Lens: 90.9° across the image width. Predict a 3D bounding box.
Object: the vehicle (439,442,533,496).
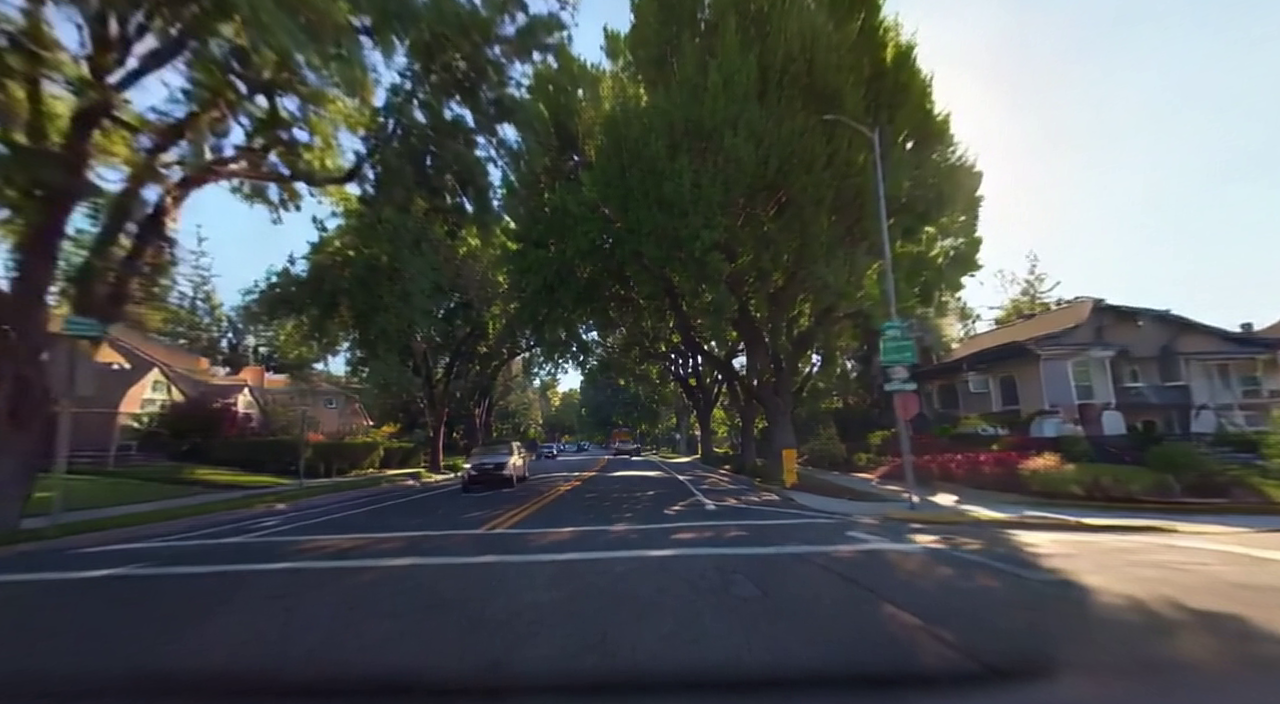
[{"bbox_3d":[-4.831,3.714,20.446,1.938,1.519,4.227,0,-8,1],"label":"vehicle"}]
